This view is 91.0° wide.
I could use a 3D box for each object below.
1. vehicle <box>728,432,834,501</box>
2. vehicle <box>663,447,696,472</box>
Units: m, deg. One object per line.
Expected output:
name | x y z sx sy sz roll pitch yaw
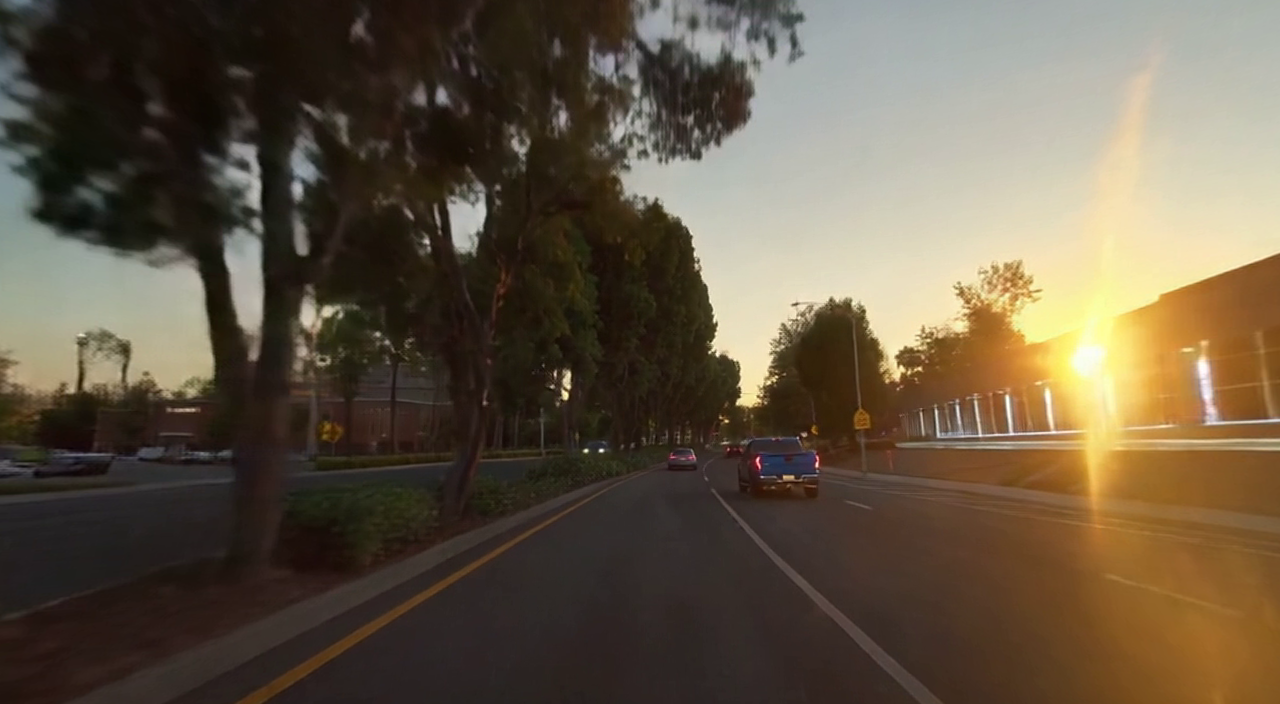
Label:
vehicle | 4.376 3.663 20.632 2.367 1.919 5.651 0 -9 2
vehicle | 2.637 6.988 41.310 1.968 1.521 4.262 0 -9 5
